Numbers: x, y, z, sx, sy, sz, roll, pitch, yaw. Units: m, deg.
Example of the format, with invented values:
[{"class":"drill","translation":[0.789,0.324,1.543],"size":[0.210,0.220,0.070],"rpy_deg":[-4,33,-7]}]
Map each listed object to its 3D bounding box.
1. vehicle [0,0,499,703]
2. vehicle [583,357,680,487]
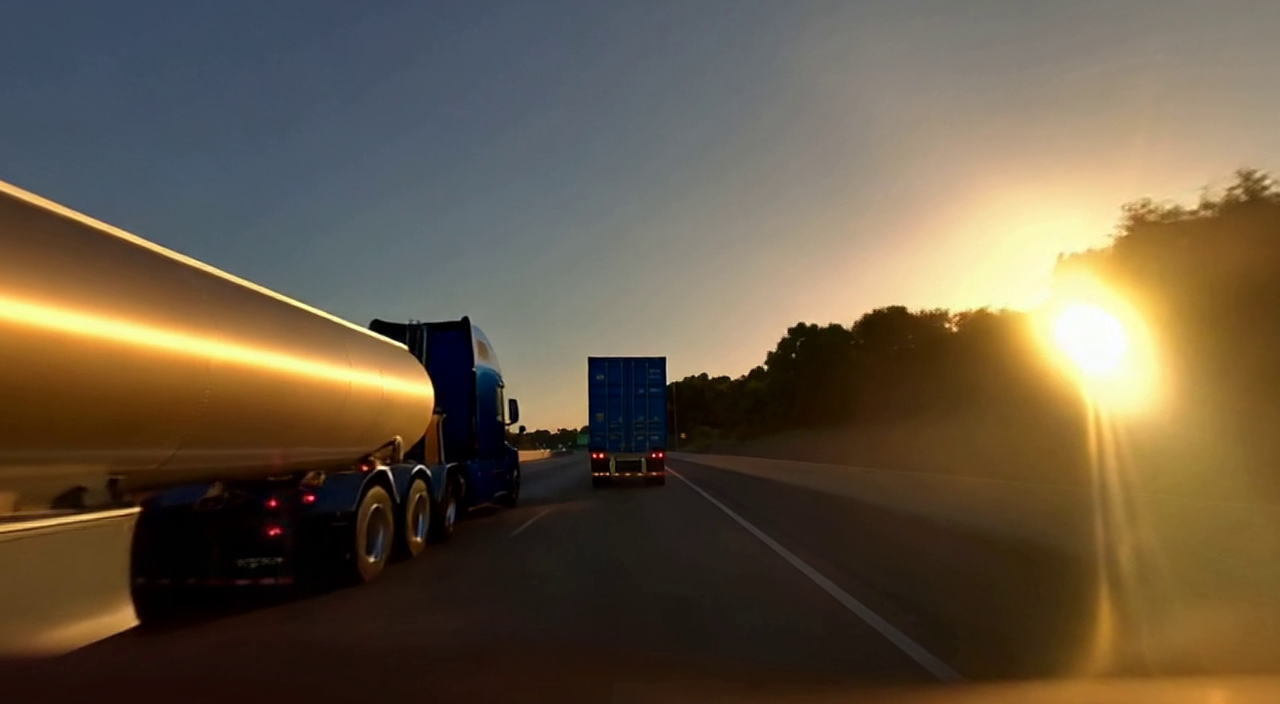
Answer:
[{"class":"vehicle","translation":[-4.250,-0.200,2.494],"size":[3.267,3.655,17.154],"rpy_deg":[0,-9,1]},{"class":"vehicle","translation":[-0.228,2.974,25.005],"size":[2.942,4.003,11.297],"rpy_deg":[0,-9,0]}]
